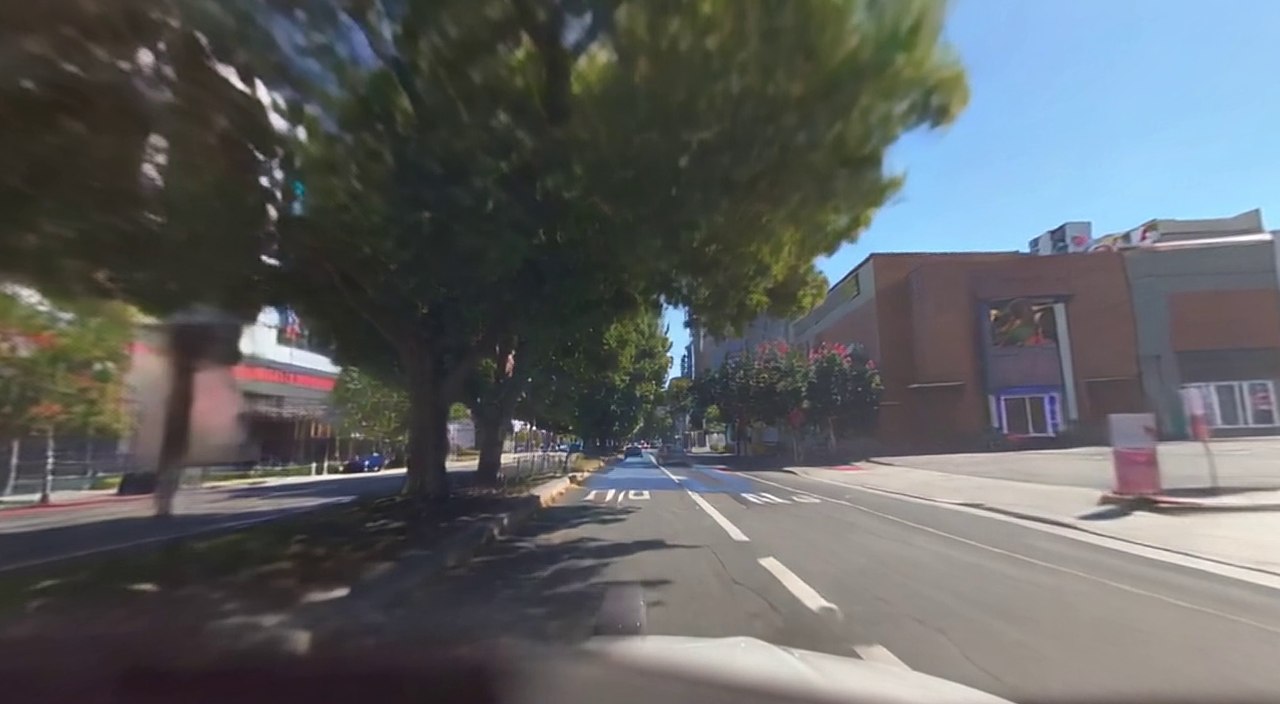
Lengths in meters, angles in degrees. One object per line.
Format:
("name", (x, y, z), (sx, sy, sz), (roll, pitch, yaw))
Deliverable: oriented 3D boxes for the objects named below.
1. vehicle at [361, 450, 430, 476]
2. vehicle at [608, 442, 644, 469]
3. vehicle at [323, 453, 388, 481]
("vehicle", (-15.921, 7.264, 41.514), (2.098, 1.524, 5.102), (-1, -9, 6))
("vehicle", (-0.875, 6.201, 37.914), (2.045, 1.510, 3.690), (0, -9, -2))
("vehicle", (-16.135, 6.528, 36.081), (1.792, 1.413, 4.452), (0, -9, -2))
